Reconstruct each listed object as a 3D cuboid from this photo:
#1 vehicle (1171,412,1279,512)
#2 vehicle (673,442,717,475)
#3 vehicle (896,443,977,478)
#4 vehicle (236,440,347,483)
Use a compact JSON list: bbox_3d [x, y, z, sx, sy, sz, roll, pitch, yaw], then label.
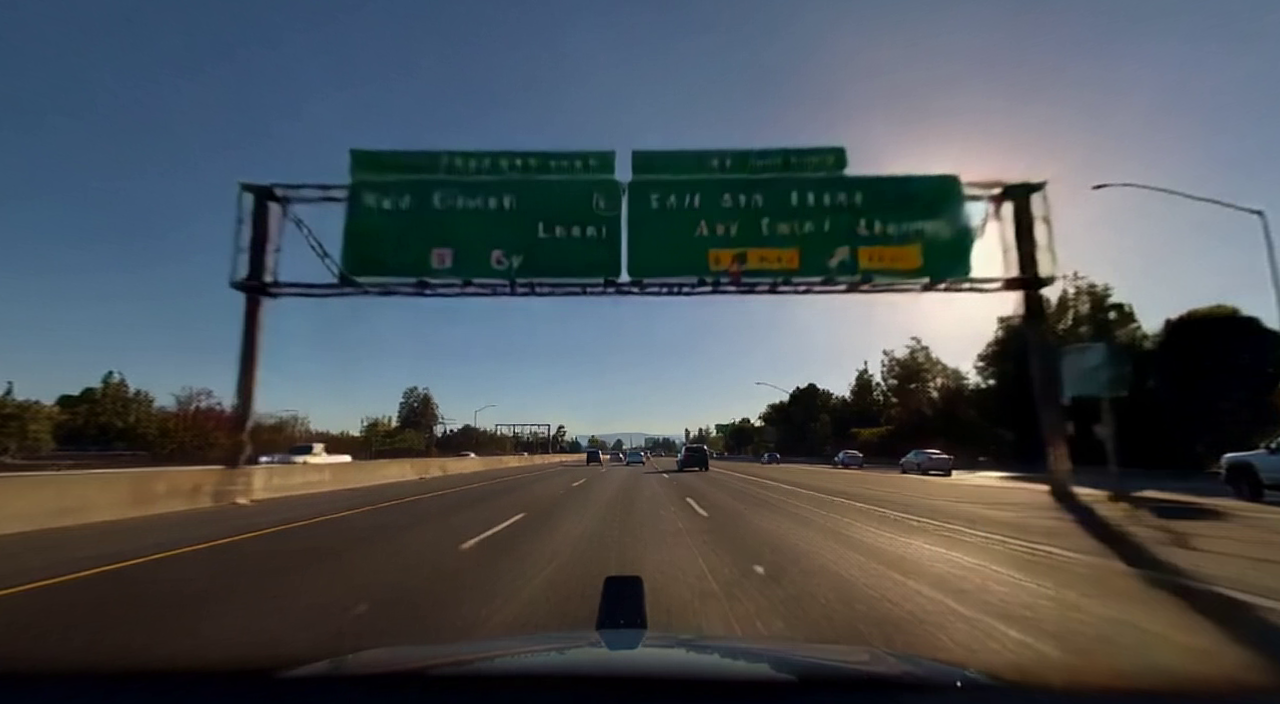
[{"bbox_3d":[15.156,2.332,13.273,2.442,2.140,6.462,0,-9,2],"label":"vehicle"},{"bbox_3d":[3.160,6.239,37.154,2.147,1.794,4.538,0,-9,-1],"label":"vehicle"},{"bbox_3d":[15.842,5.814,33.947,2.116,1.754,4.727,0,-9,2],"label":"vehicle"},{"bbox_3d":[-14.763,4.651,27.041,2.013,1.655,4.684,0,-9,1],"label":"vehicle"}]
